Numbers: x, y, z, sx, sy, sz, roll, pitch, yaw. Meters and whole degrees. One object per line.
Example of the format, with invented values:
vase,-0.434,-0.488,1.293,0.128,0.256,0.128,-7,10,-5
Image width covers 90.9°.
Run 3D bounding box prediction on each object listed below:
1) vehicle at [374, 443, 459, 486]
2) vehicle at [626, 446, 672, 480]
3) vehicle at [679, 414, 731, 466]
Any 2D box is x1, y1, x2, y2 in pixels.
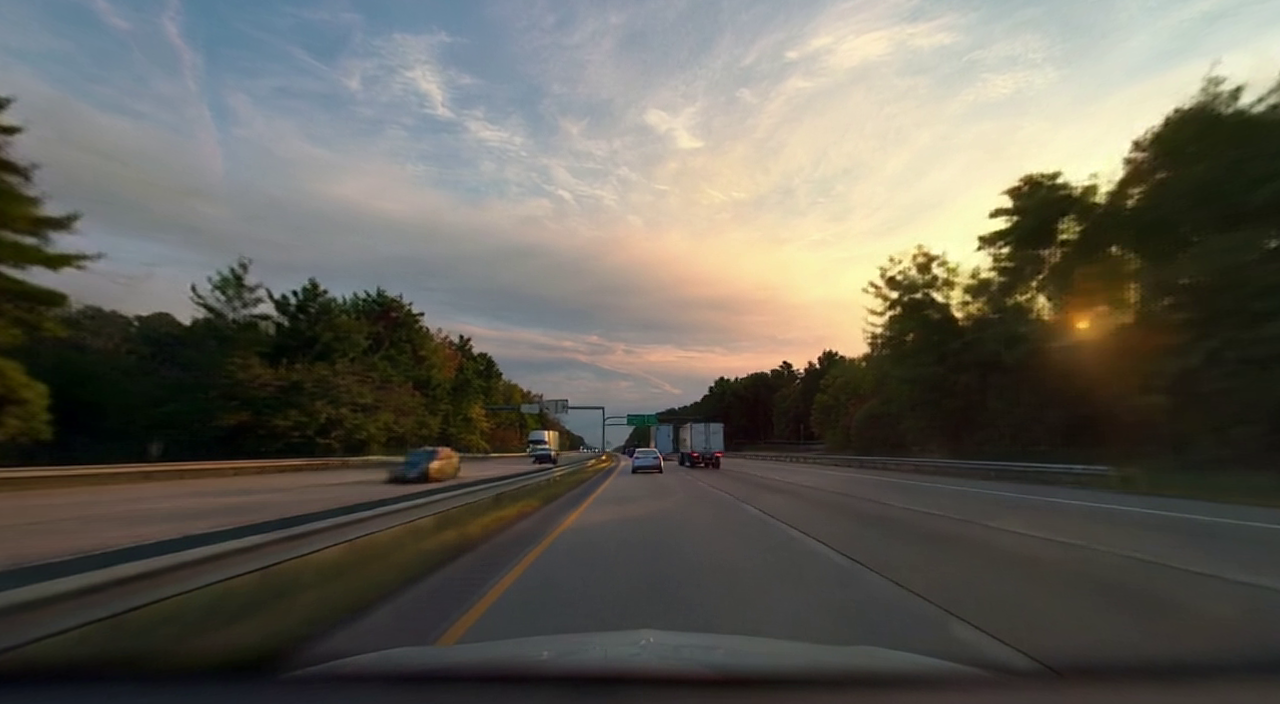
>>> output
vehicle,-8.601,4.353,24.697,1.834,1.488,4.253,0,-9,-1
vehicle,0.402,5.310,30.445,2.069,1.523,4.012,0,-9,0
vehicle,4.319,6.092,43.349,2.600,3.282,7.635,0,-9,-1
